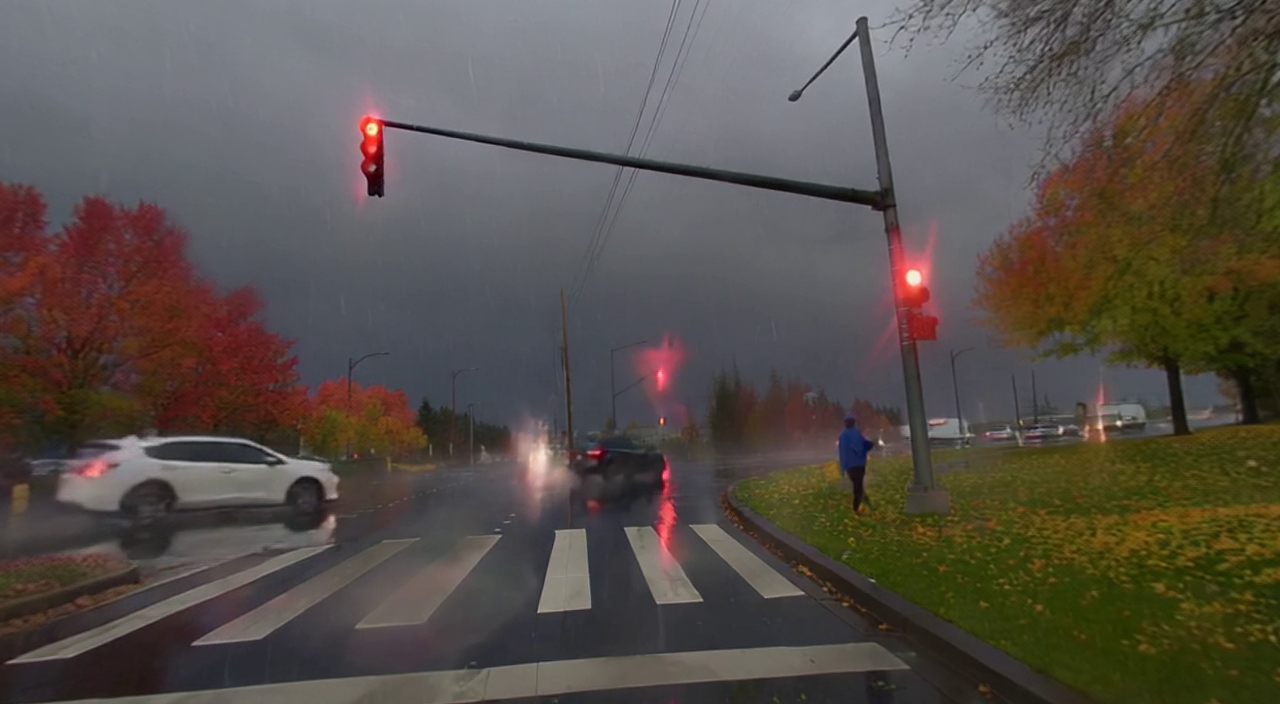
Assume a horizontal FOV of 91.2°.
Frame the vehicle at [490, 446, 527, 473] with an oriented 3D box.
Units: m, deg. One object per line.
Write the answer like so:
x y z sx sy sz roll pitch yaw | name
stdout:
-8.846 7.249 42.397 1.832 1.674 3.805 0 -9 -2 | vehicle

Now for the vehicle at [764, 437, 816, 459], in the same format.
11.969 7.653 49.913 1.979 1.659 4.907 -8 -11 39 | vehicle

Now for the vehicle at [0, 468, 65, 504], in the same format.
-30.309 6.459 30.363 1.800 1.520 3.968 2 -9 -13 | vehicle

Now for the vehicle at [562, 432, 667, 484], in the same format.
-0.954 4.324 25.772 1.942 1.920 4.263 -8 -11 39 | vehicle

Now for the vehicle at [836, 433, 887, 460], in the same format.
16.163 6.873 45.602 1.988 1.853 4.314 -8 -11 40 | vehicle

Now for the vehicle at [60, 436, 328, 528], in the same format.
-10.557 3.009 15.237 2.036 1.849 4.811 -7 -11 39 | vehicle

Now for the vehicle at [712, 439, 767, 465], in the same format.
7.012 6.994 43.920 1.867 1.743 4.259 -8 -11 40 | vehicle
